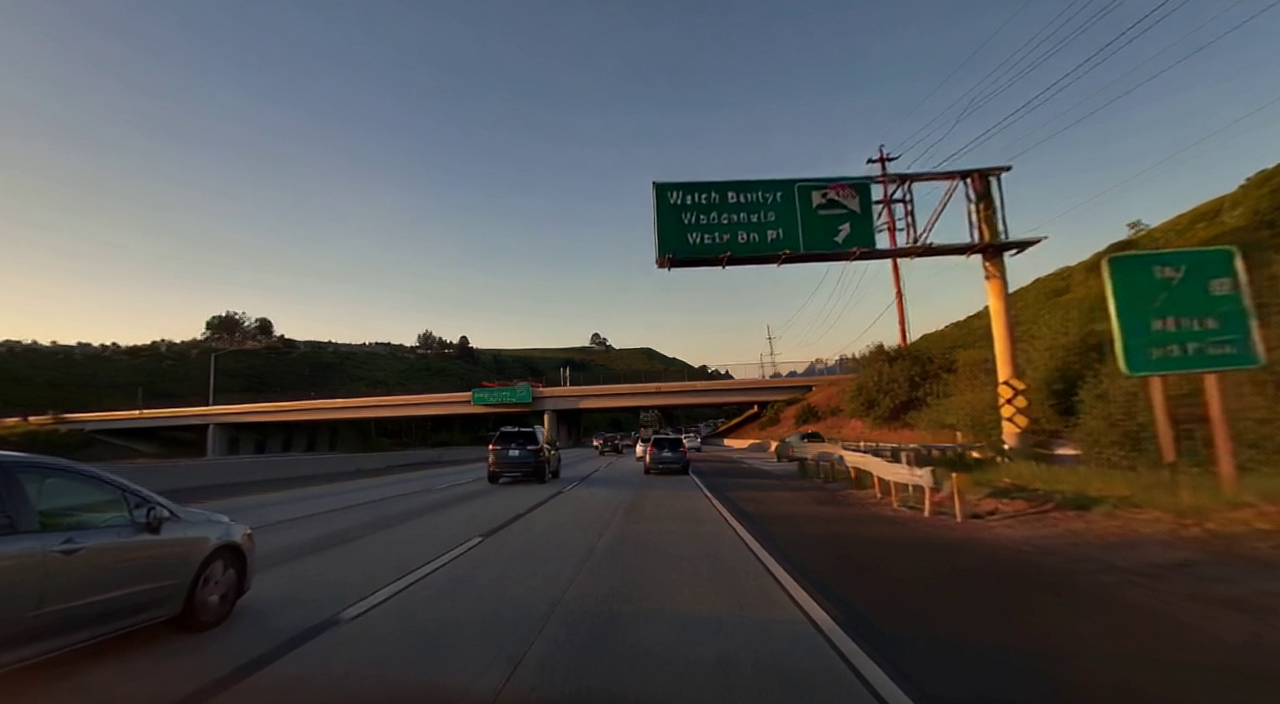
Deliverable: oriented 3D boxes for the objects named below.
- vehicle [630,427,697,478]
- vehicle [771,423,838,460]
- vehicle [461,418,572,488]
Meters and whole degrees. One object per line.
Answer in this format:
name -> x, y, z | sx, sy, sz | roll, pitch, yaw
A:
vehicle -> 0.807, 3.588, 22.626 | 2.193, 1.651, 3.946 | -1, -8, 1
vehicle -> 12.307, 6.806, 47.933 | 2.571, 2.571, 6.876 | 1, -8, -6
vehicle -> -3.572, 3.075, 19.365 | 2.228, 1.845, 4.847 | -1, -8, 2
